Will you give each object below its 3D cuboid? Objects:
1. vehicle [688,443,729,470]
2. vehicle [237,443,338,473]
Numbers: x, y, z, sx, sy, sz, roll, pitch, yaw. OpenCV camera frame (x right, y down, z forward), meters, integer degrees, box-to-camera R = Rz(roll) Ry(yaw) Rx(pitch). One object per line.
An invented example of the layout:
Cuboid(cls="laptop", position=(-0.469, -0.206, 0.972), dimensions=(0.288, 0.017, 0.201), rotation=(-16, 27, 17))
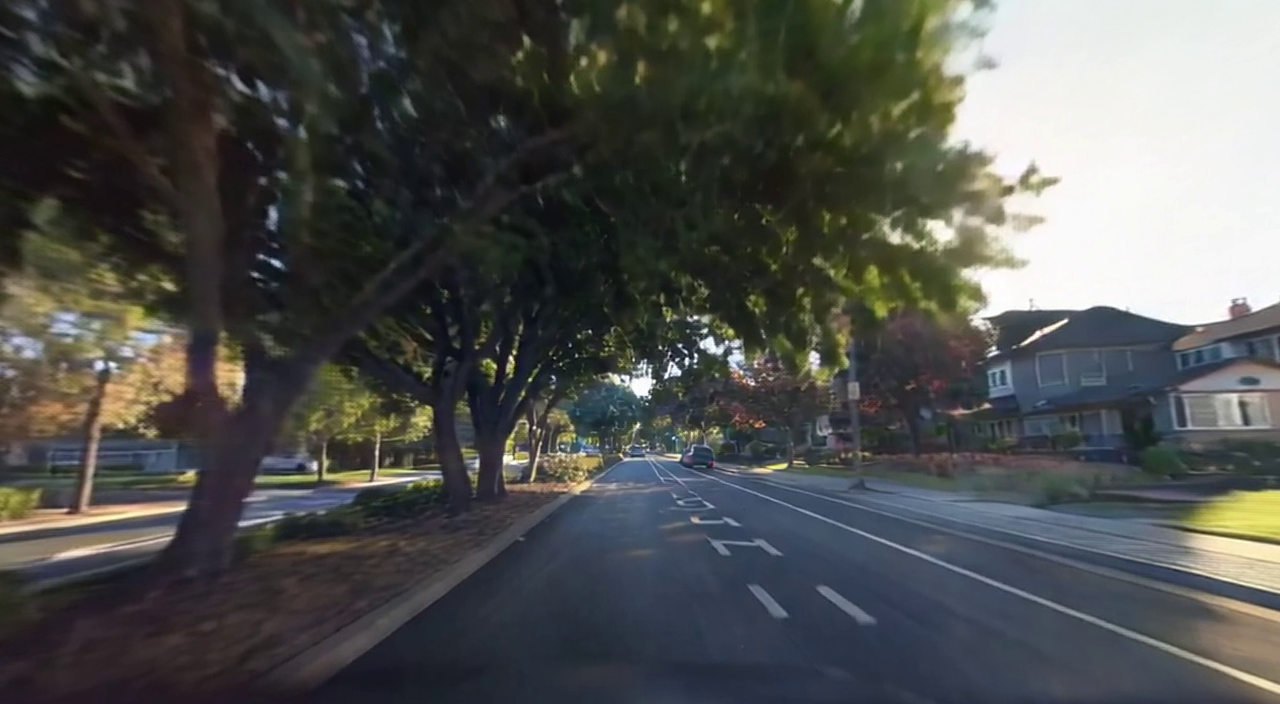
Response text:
Cuboid(cls="vehicle", position=(4.642, 7.212, 43.808), dimensions=(2.180, 1.782, 4.790), rotation=(0, -9, -1))
Cuboid(cls="vehicle", position=(-21.223, 6.385, 38.142), dimensions=(4.853, 1.754, 2.095), rotation=(-1, -9, 3))
